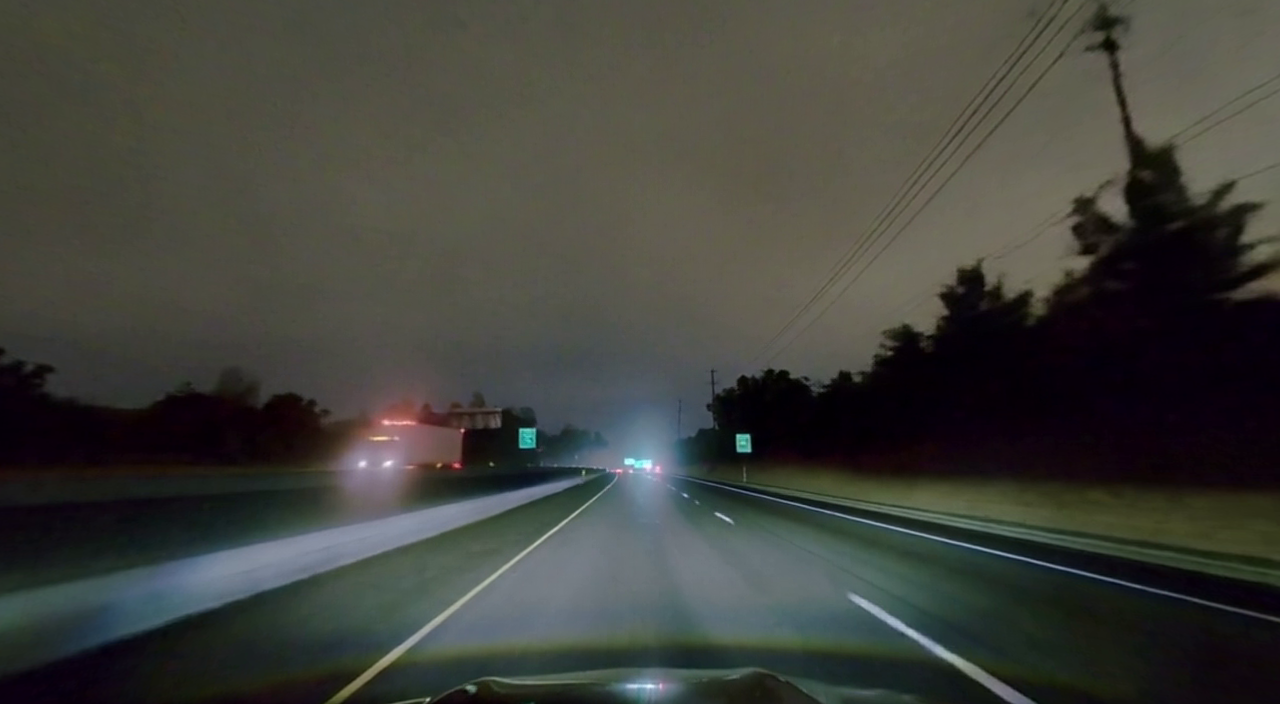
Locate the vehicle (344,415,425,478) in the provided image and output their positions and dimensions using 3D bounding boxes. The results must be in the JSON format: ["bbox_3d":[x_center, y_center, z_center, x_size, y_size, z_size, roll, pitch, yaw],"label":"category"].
[{"bbox_3d":[-17.383,6.580,43.347,2.964,3.921,5.816,1,-10,-1],"label":"vehicle"}]
